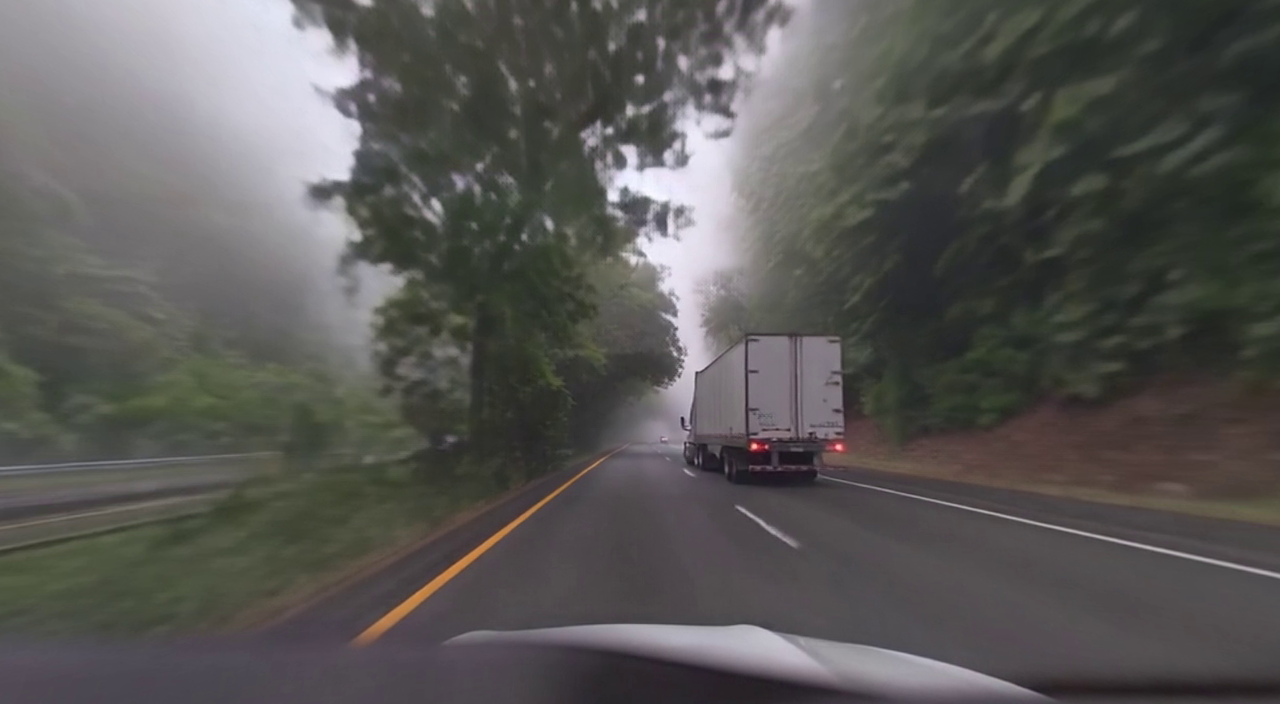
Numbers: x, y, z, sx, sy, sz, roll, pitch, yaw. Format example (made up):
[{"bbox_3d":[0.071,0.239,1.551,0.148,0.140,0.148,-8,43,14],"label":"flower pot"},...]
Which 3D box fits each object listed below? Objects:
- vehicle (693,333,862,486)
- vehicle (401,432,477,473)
[{"bbox_3d":[4.172,2.396,23.528,2.951,4.007,13.976,0,-7,-1],"label":"vehicle"},{"bbox_3d":[-8.943,4.482,28.455,1.997,1.668,4.492,0,-8,0],"label":"vehicle"}]
